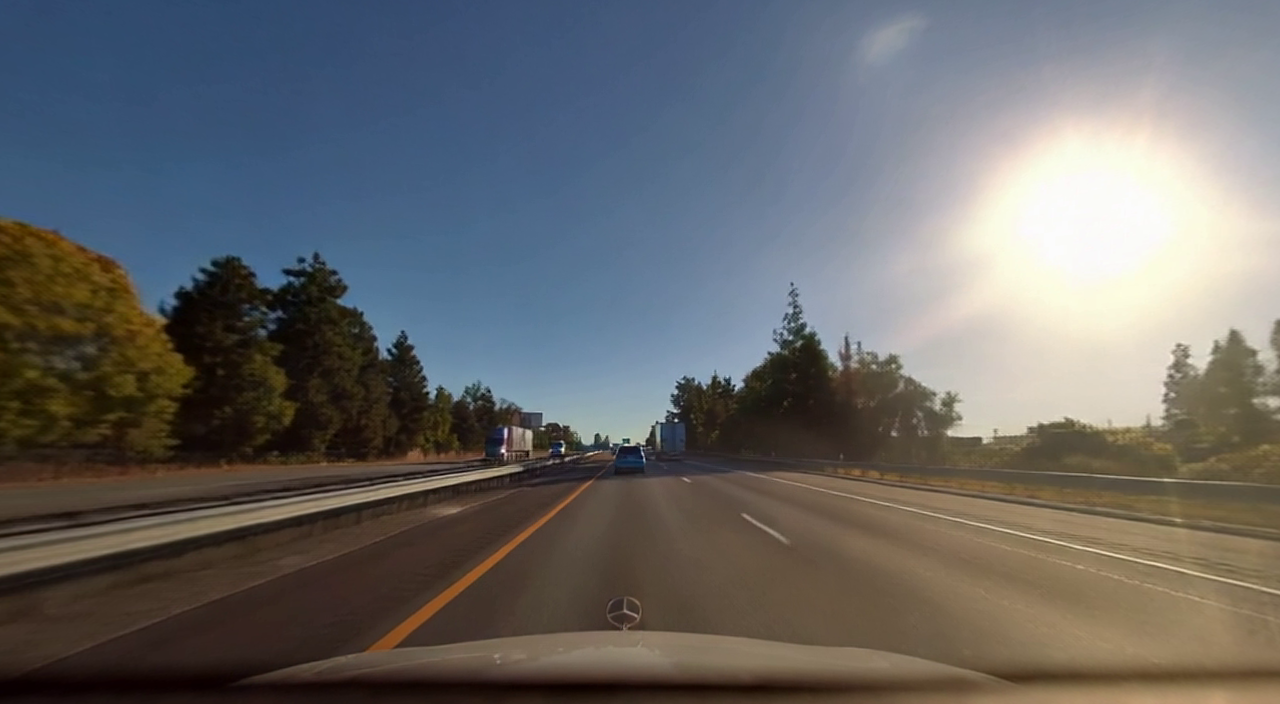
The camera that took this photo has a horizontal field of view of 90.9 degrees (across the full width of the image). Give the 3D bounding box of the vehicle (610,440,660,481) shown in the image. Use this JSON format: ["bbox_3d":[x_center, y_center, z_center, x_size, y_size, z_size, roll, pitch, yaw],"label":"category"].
[{"bbox_3d":[-0.245,5.014,29.327,2.190,1.706,4.062,0,-9,-1],"label":"vehicle"}]
